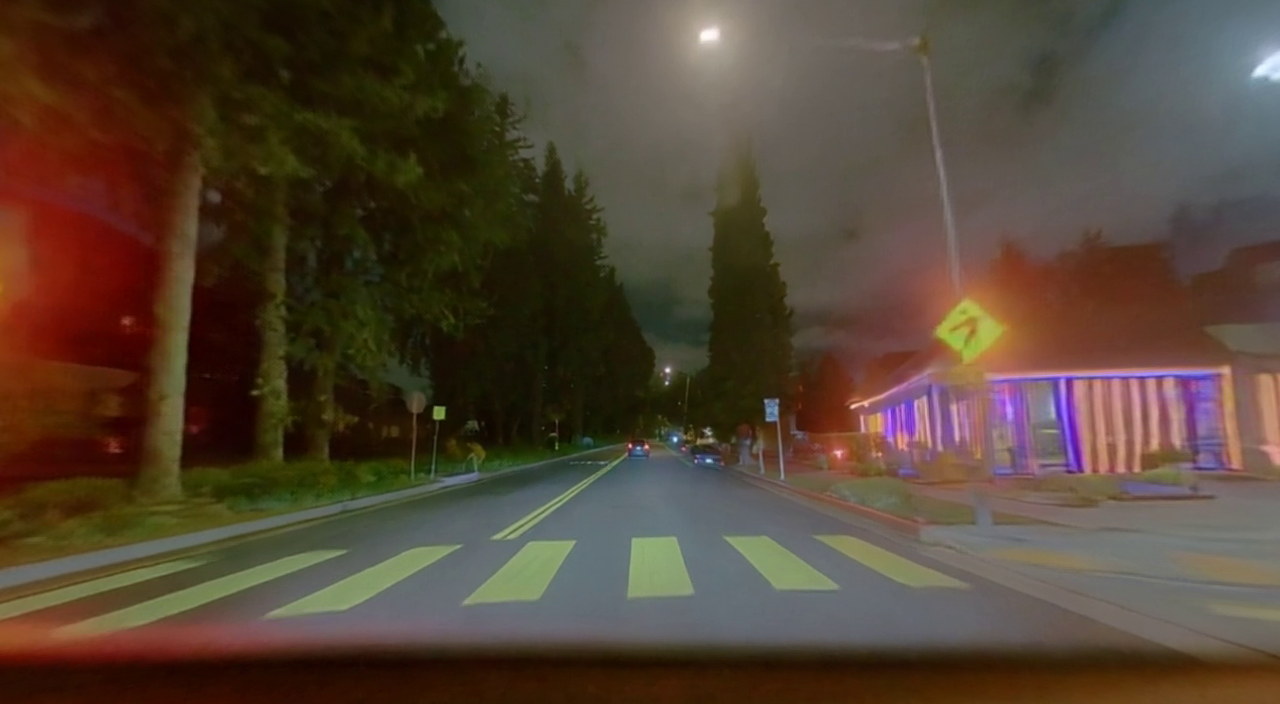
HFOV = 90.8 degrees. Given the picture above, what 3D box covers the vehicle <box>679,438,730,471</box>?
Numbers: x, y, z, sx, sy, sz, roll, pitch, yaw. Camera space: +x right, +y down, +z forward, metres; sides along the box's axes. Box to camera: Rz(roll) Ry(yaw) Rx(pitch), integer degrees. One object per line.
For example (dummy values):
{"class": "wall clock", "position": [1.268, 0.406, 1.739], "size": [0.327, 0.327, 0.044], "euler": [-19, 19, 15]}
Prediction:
{"class": "vehicle", "position": [3.141, 5.105, 31.607], "size": [2.152, 1.527, 4.010], "euler": [0, -9, 0]}
